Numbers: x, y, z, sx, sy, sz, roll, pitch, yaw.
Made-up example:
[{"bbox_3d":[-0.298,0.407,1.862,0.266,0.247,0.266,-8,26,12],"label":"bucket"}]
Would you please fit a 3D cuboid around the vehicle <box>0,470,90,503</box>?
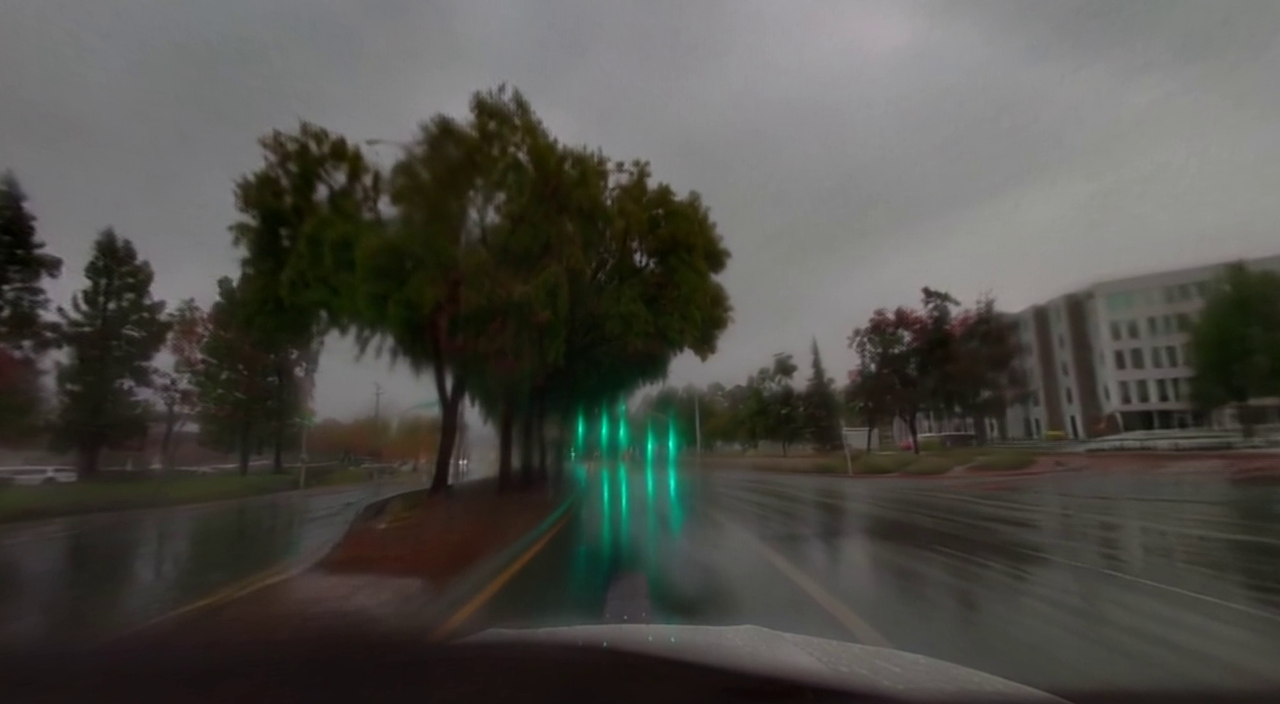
[{"bbox_3d":[-35.361,7.894,36.957,4.371,1.550,1.793,-2,-6,-7],"label":"vehicle"}]
